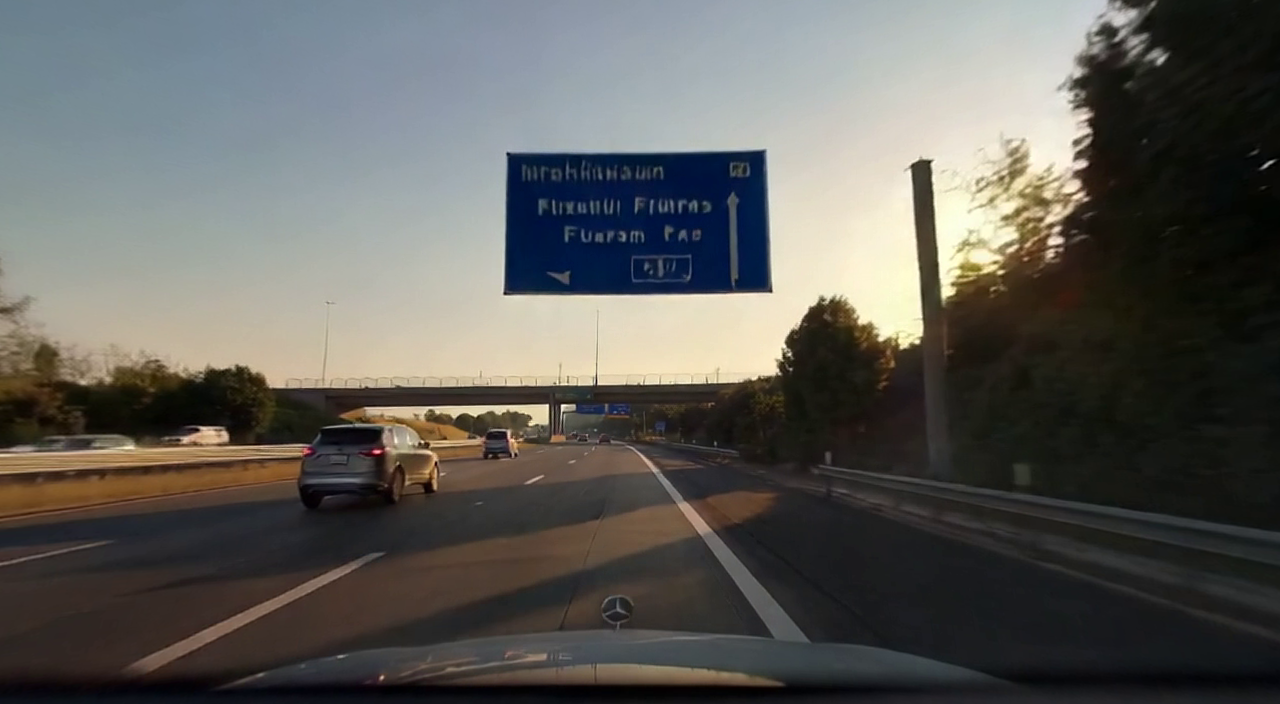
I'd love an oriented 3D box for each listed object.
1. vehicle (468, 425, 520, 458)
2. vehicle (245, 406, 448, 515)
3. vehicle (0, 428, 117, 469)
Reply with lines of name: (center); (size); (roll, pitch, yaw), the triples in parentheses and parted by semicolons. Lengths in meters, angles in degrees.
vehicle: (-8.953, 5.529, 39.053); (2.169, 1.844, 5.154); (1, -8, -2)
vehicle: (-5.346, 2.014, 12.173); (2.007, 1.727, 4.040); (0, -8, -1)
vehicle: (-24.494, 3.961, 26.013); (2.090, 1.531, 4.182); (0, -8, -1)
